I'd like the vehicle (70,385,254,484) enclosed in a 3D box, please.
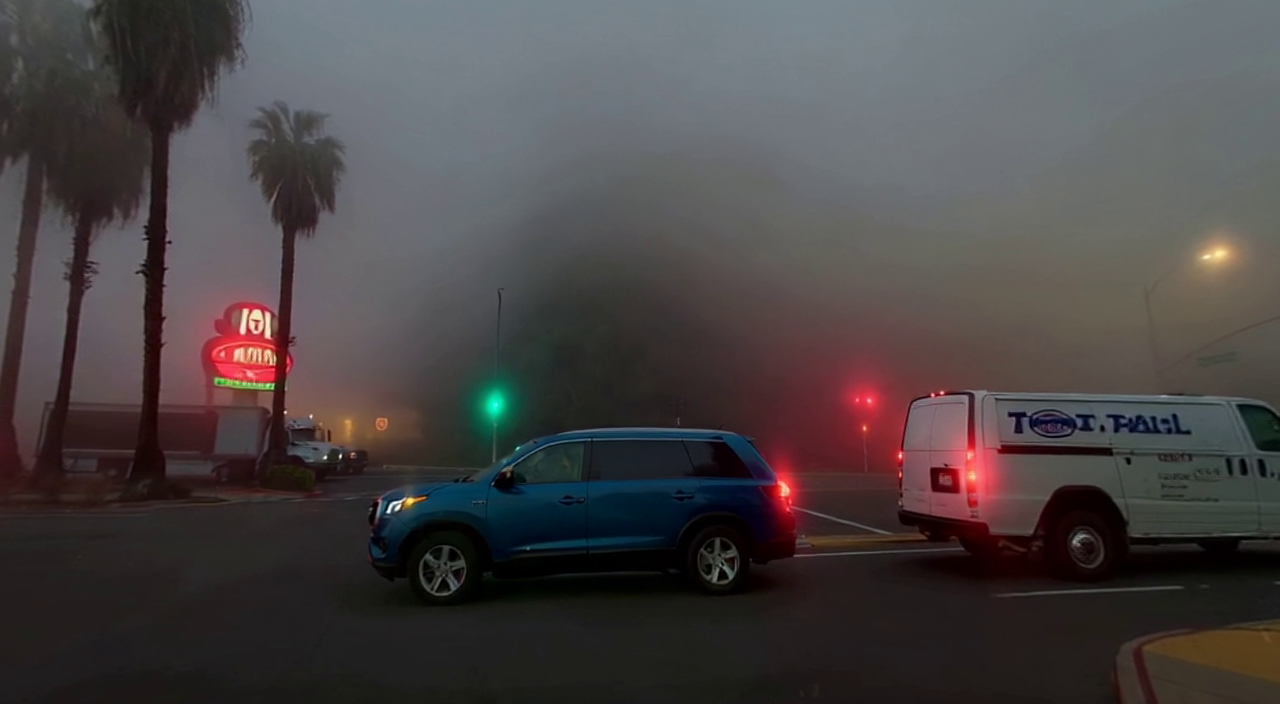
[{"bbox_3d":[-21.680,3.903,29.444,3.034,3.929,7.699,1,-9,-6],"label":"vehicle"}]

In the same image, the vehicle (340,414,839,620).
[{"bbox_3d":[-0.486,1.614,6.854,4.493,1.728,2.137,1,-9,-9],"label":"vehicle"}]

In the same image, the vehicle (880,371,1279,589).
[{"bbox_3d":[6.626,1.512,8.026,6.246,2.202,2.277,1,-9,-8],"label":"vehicle"}]
